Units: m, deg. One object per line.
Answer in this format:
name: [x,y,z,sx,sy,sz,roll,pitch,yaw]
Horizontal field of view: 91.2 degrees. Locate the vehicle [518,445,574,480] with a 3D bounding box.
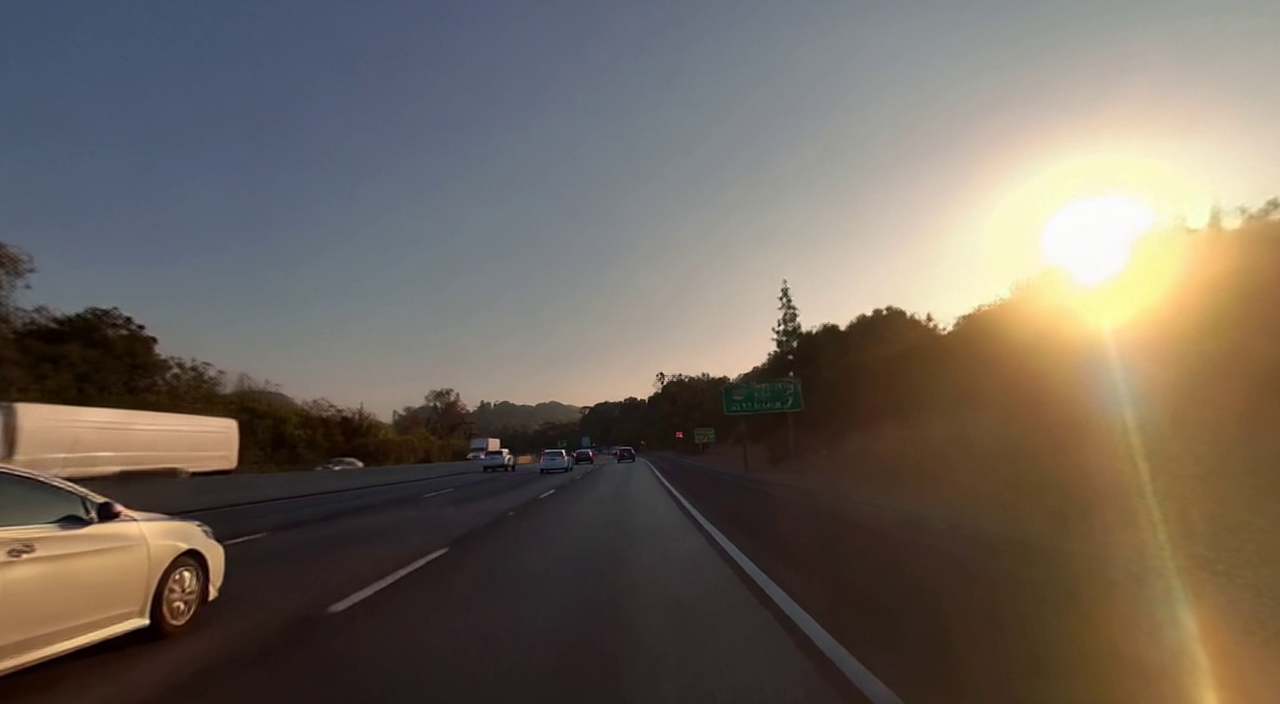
vehicle: [-4.251,5.081,29.002,1.988,1.477,4.118,0,-9,0]

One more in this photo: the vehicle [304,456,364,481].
vehicle: [-20.513,7.818,42.223,1.910,1.488,4.379,0,-9,-1]

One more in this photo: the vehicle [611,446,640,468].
vehicle: [-1.056,7.635,45.632,2.023,1.479,3.718,0,-9,-1]

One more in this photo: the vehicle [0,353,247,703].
vehicle: [-4.072,0.832,2.486,2.074,1.779,4.588,0,-9,-1]

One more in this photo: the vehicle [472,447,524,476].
vehicle: [-7.782,6.011,34.632,1.936,1.516,3.904,0,-9,0]
